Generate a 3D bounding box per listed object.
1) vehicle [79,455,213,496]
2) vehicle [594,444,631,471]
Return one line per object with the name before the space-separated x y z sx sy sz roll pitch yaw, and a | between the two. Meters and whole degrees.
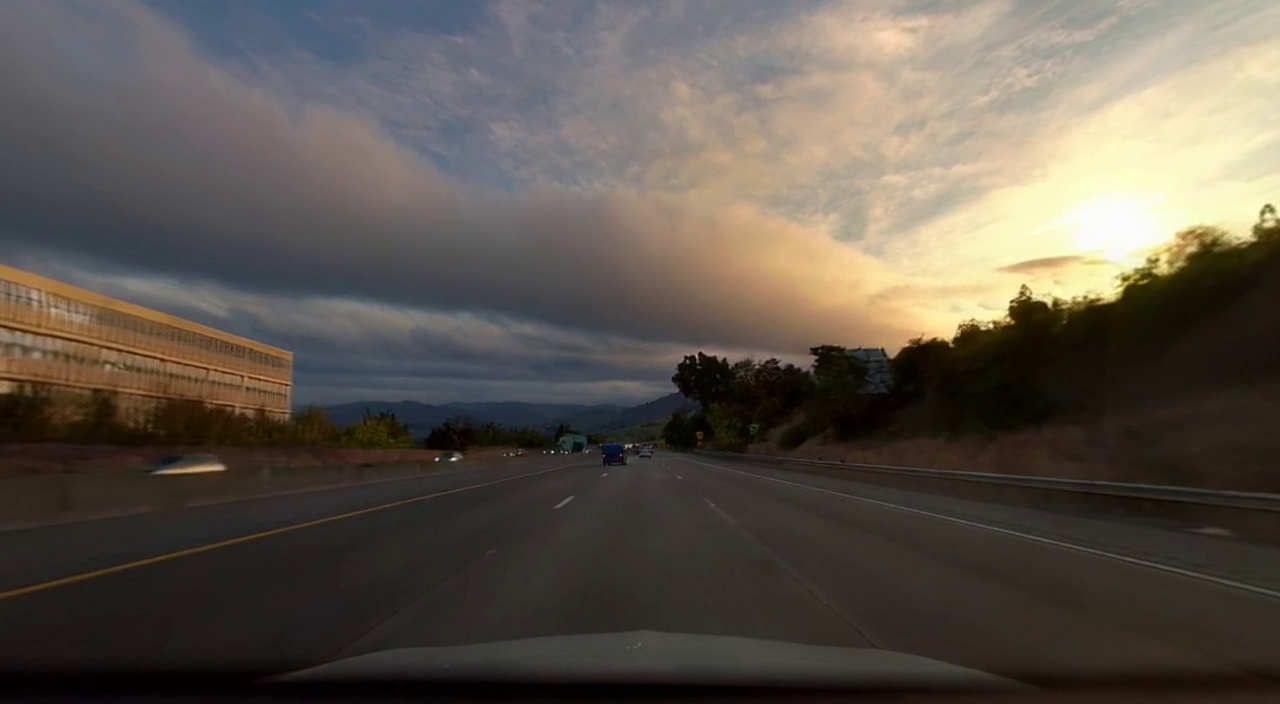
vehicle | -19.706 4.921 25.439 1.822 1.440 4.360 0 -9 0
vehicle | -1.653 6.517 38.864 1.965 1.556 3.971 0 -9 2
